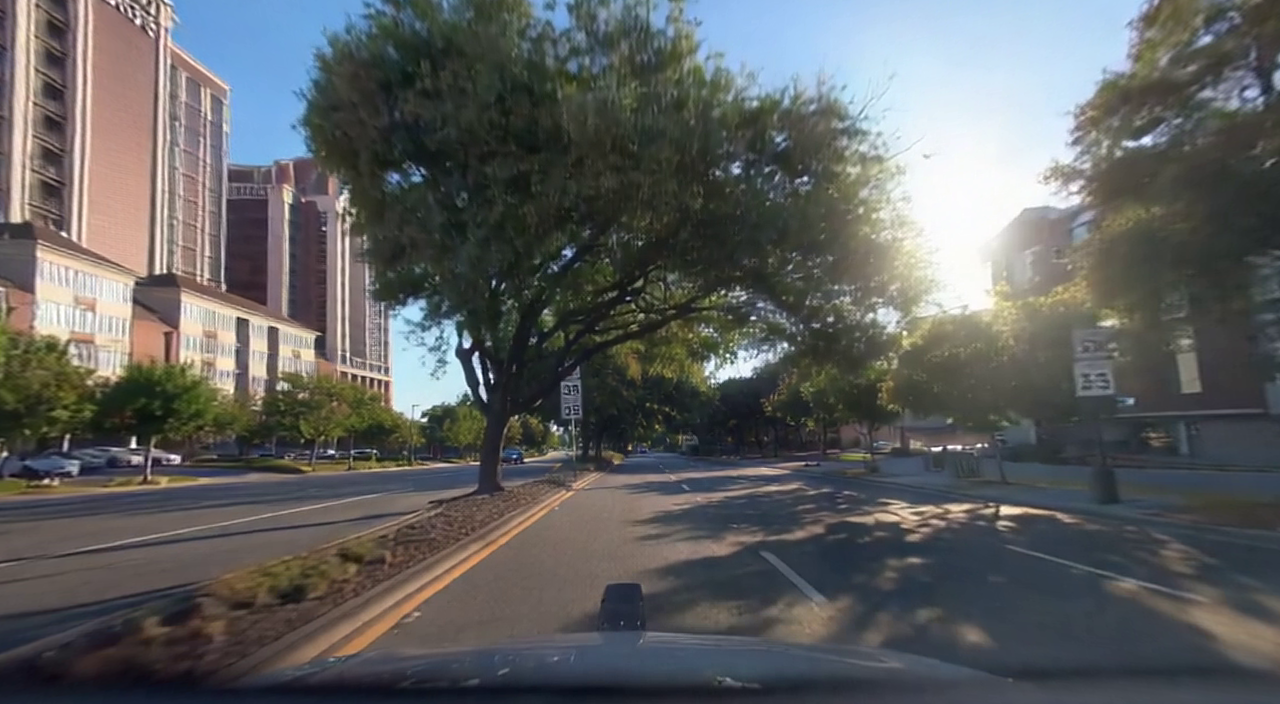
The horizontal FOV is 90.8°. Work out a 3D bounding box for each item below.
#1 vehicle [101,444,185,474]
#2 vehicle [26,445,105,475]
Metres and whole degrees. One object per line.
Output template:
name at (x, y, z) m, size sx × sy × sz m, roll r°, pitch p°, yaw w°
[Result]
vehicle at (-35.790, 7.665, 45.708) m, size 2.083 × 2.034 × 5.018 m, roll 0°, pitch -8°, yaw -2°
vehicle at (-41.322, 7.769, 45.549) m, size 1.965 × 2.013 × 4.085 m, roll 0°, pitch -8°, yaw -5°
